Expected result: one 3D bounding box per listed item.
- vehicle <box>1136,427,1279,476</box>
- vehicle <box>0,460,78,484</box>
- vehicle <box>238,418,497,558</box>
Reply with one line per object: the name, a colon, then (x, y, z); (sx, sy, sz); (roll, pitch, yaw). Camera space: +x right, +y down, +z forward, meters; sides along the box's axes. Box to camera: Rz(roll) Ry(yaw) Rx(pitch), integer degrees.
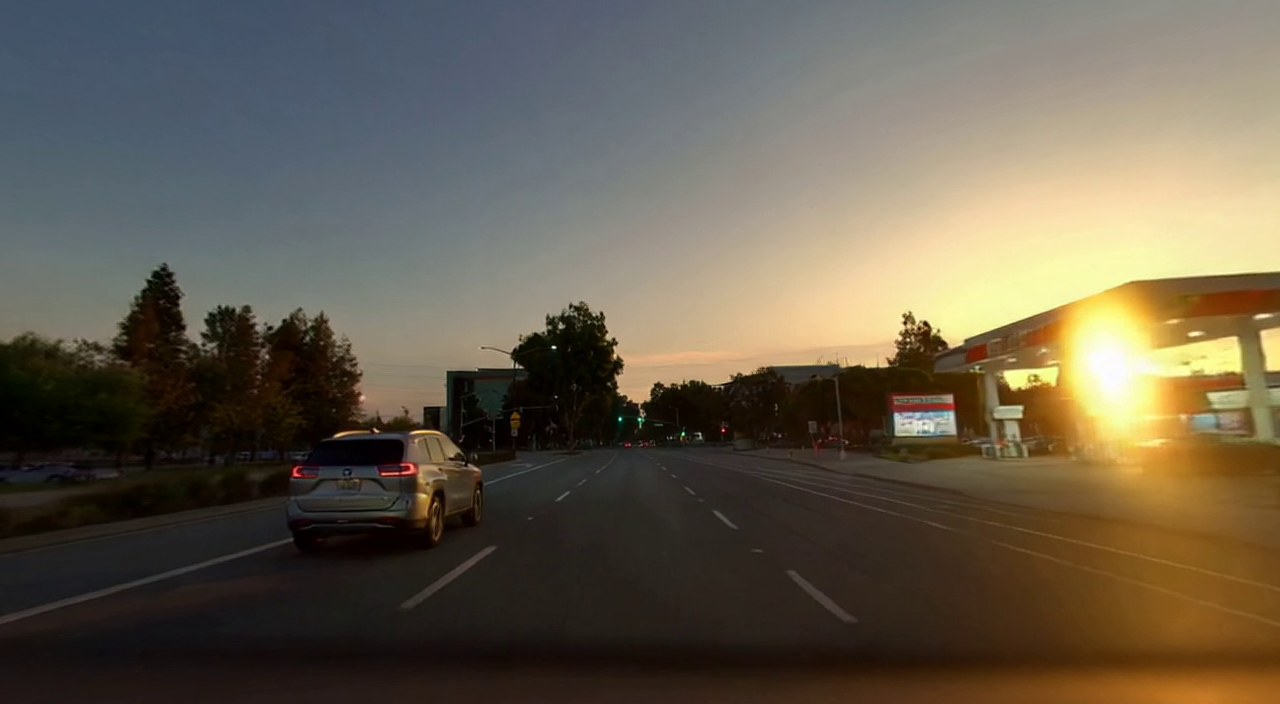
vehicle: (18.665, 3.136, 19.856); (4.398, 1.457, 1.806); (-1, -8, 2)
vehicle: (-39.220, 7.741, 40.855); (1.622, 1.345, 4.259); (-1, -8, -1)
vehicle: (-3.799, 1.975, 9.942); (2.039, 1.656, 4.710); (0, -8, -1)
